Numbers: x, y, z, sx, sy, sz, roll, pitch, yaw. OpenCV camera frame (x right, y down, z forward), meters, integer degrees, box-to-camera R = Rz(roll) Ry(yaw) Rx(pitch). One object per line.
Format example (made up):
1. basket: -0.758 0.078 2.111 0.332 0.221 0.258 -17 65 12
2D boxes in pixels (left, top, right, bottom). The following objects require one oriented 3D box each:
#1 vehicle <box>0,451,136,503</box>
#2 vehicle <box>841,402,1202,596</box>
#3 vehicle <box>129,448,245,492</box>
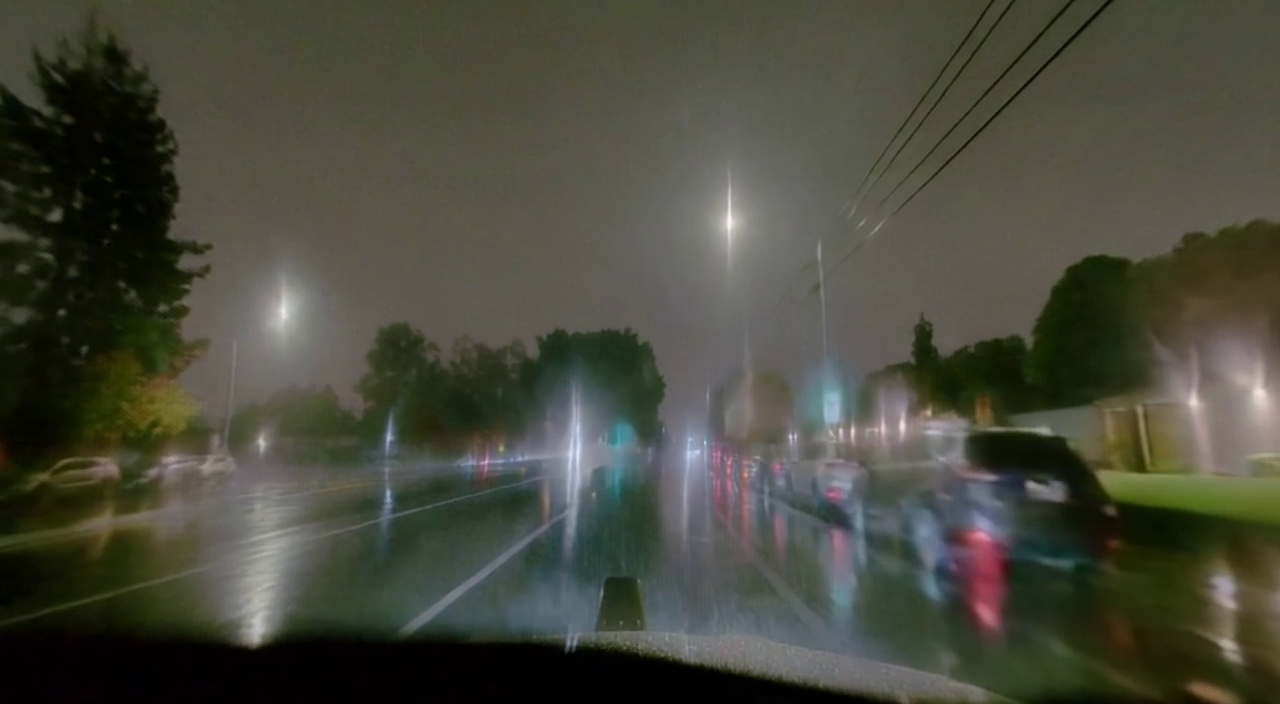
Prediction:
1. vehicle: -23.325 4.886 25.231 2.120 1.824 4.908 -1 -9 3
2. vehicle: 4.116 1.643 7.934 2.013 1.710 4.403 -1 -9 5
3. vehicle: -22.644 5.878 31.906 2.171 1.745 4.867 -2 -7 2
